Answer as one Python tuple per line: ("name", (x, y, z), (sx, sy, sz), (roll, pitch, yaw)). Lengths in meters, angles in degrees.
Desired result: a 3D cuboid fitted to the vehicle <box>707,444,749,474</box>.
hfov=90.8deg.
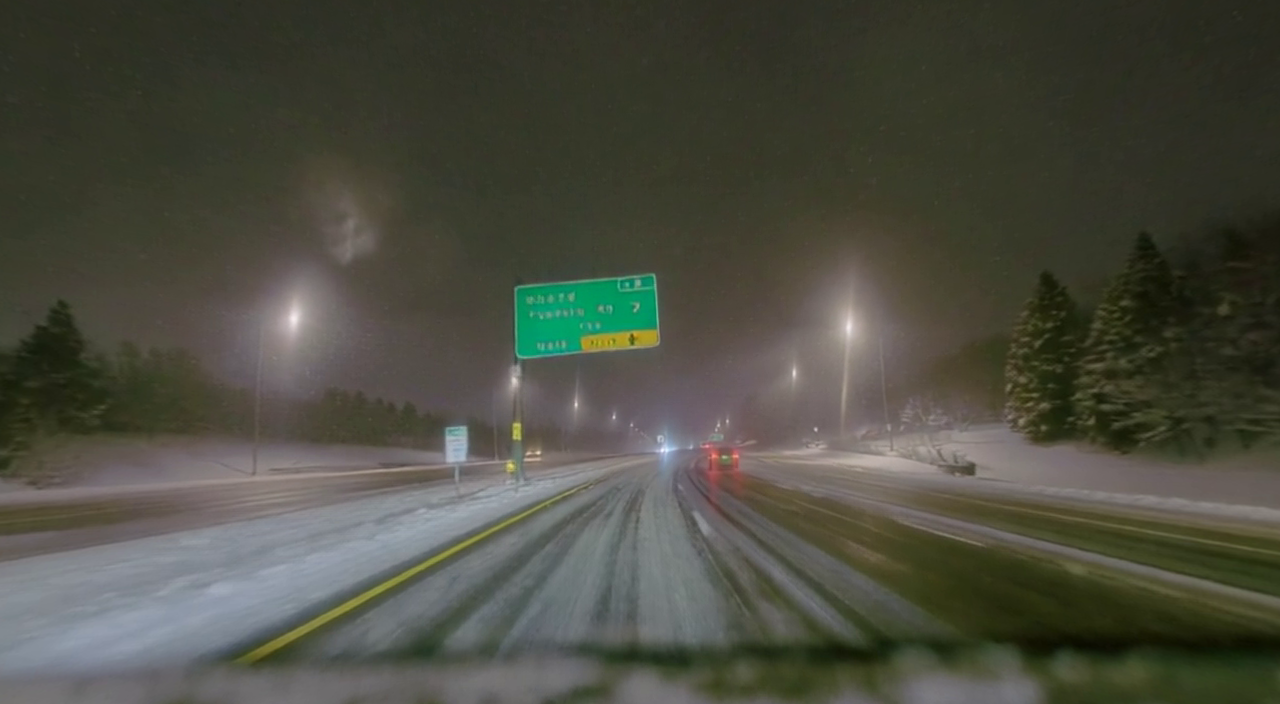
("vehicle", (4.739, 5.818, 34.623), (1.874, 1.506, 4.116), (-1, -9, 2))
